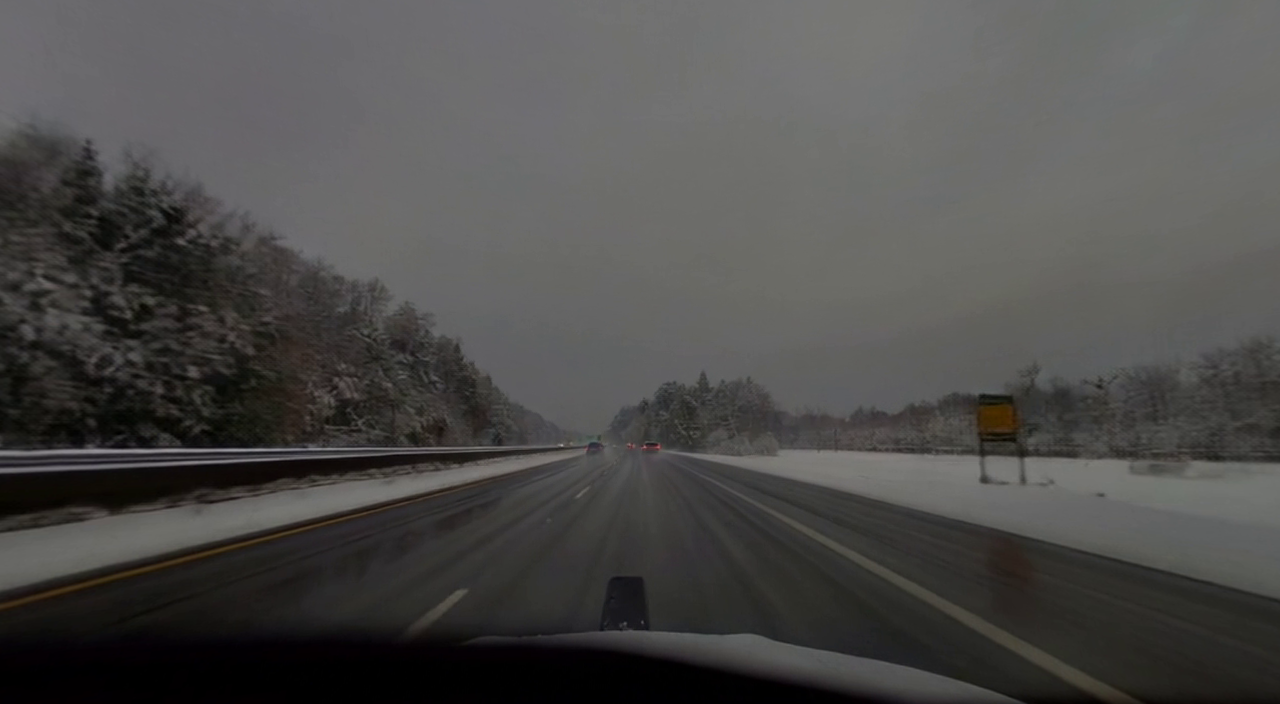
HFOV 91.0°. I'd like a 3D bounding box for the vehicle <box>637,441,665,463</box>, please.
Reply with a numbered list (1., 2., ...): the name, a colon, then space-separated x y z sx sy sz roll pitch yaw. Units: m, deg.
1. vehicle: 0.758 7.283 46.104 1.966 1.542 3.979 0 -8 0
